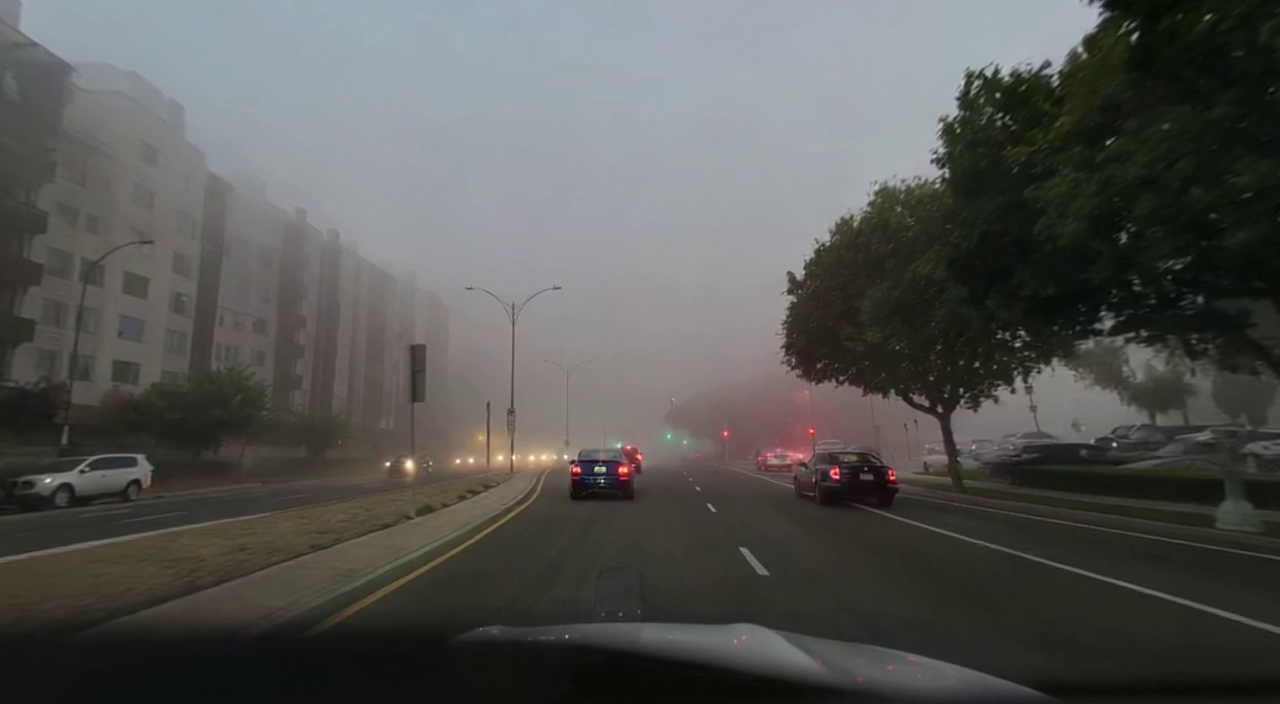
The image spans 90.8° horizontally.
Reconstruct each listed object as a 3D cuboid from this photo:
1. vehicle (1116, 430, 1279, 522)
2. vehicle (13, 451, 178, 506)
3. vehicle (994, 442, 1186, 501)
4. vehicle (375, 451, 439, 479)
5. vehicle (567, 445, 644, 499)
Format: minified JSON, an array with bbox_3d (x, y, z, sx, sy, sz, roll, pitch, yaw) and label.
[{"bbox_3d":[12.470,2.441,12.737,1.985,1.626,4.824,0,-9,1],"label":"vehicle"},{"bbox_3d":[-20.572,4.762,24.249,2.103,1.824,4.755,0,-9,-1],"label":"vehicle"},{"bbox_3d":[12.482,3.327,18.007,2.062,1.442,4.533,0,-9,-1],"label":"vehicle"},{"bbox_3d":[-13.256,6.436,36.224,1.882,1.475,4.522,0,-9,1],"label":"vehicle"},{"bbox_3d":[-1.074,3.663,19.723,2.144,1.447,4.421,0,-9,-3],"label":"vehicle"}]
